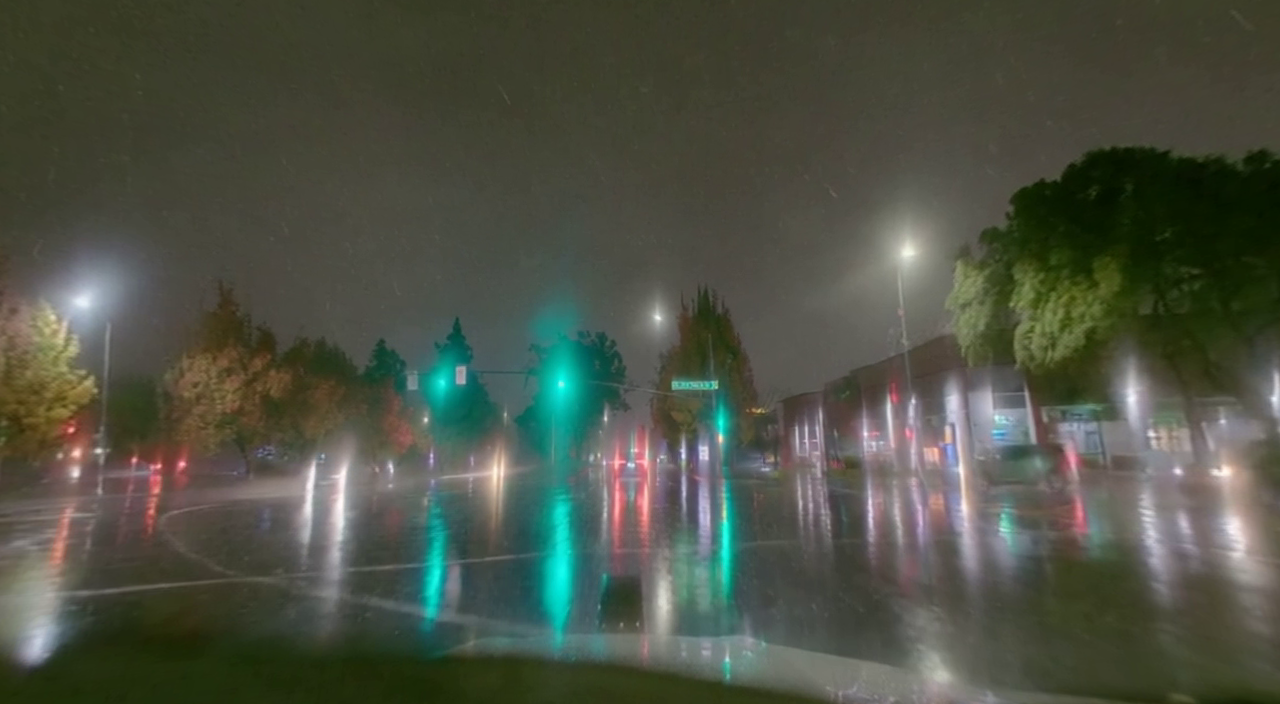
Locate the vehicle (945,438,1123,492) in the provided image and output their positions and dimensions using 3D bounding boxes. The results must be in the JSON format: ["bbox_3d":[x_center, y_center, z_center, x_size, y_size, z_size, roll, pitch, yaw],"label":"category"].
[{"bbox_3d":[14.420,4.145,23.356,5.174,1.878,2.000,0,-8,-1],"label":"vehicle"}]

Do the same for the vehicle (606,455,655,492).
[{"bbox_3d":[-0.391,5.536,29.088,2.115,1.461,3.976,0,-8,1],"label":"vehicle"}]

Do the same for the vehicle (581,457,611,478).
[{"bbox_3d":[-3.393,9.010,49.593,1.967,1.504,4.101,0,-8,1],"label":"vehicle"}]

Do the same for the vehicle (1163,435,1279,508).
[{"bbox_3d":[14.784,2.574,13.911,4.801,1.473,1.922,0,-8,-1],"label":"vehicle"}]

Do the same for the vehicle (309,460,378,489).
[{"bbox_3d":[-18.250,7.542,39.151,1.925,1.497,4.788,0,-8,1],"label":"vehicle"}]
